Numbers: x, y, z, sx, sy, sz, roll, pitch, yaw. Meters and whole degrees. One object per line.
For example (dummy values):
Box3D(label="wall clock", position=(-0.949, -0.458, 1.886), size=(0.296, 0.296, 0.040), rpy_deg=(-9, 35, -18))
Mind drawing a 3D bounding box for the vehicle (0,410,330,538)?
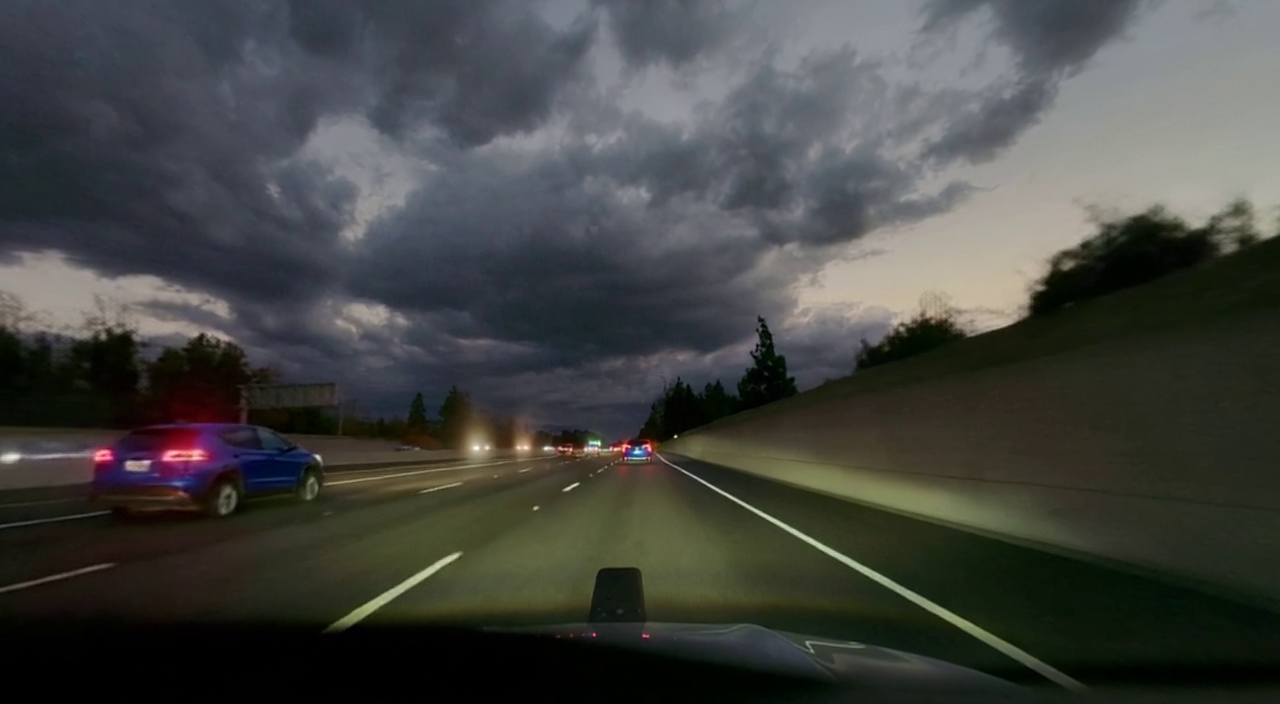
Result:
Box3D(label="vehicle", position=(-7.616, 1.996, 10.882), size=(2.166, 1.705, 4.433), rpy_deg=(0, -8, 1))

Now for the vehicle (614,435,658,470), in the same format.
Box3D(label="vehicle", position=(-0.145, 5.196, 32.705), size=(2.141, 1.706, 4.065), rpy_deg=(0, -8, 1))
